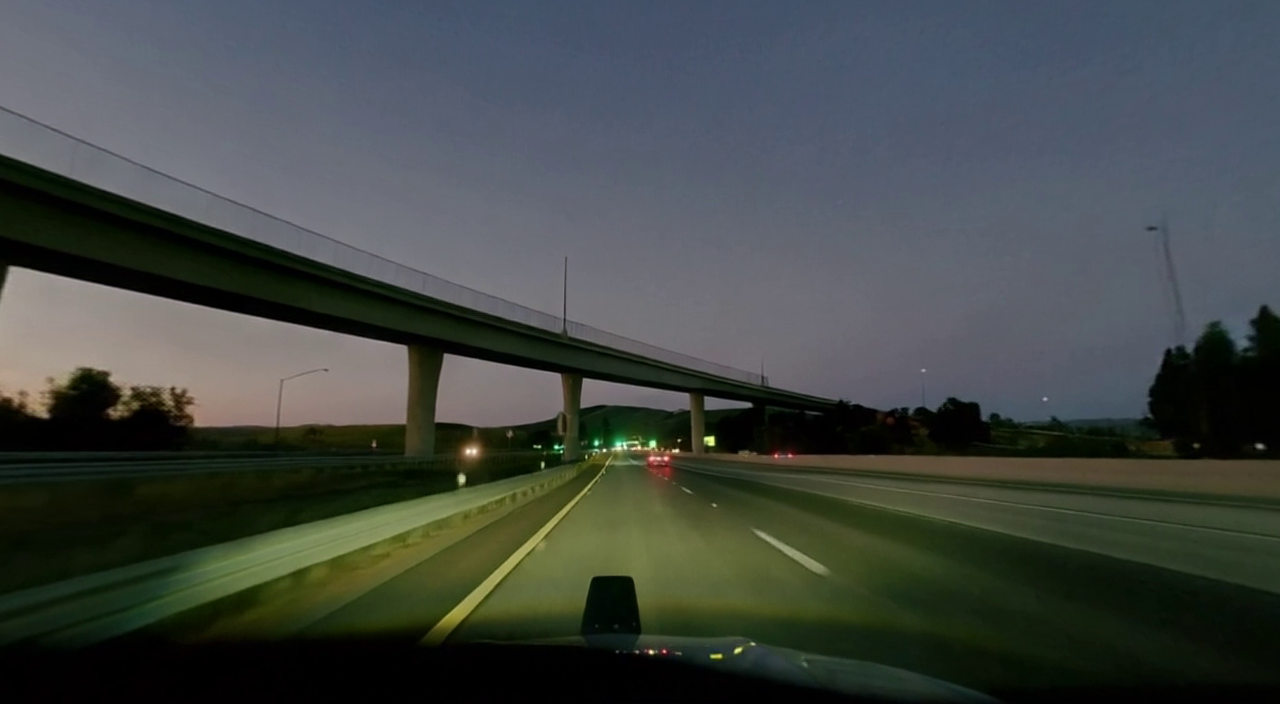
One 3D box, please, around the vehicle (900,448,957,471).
[{"bbox_3d":[20.103,7.474,44.196,1.885,1.510,4.372,0,-9,-1],"label":"vehicle"}]
